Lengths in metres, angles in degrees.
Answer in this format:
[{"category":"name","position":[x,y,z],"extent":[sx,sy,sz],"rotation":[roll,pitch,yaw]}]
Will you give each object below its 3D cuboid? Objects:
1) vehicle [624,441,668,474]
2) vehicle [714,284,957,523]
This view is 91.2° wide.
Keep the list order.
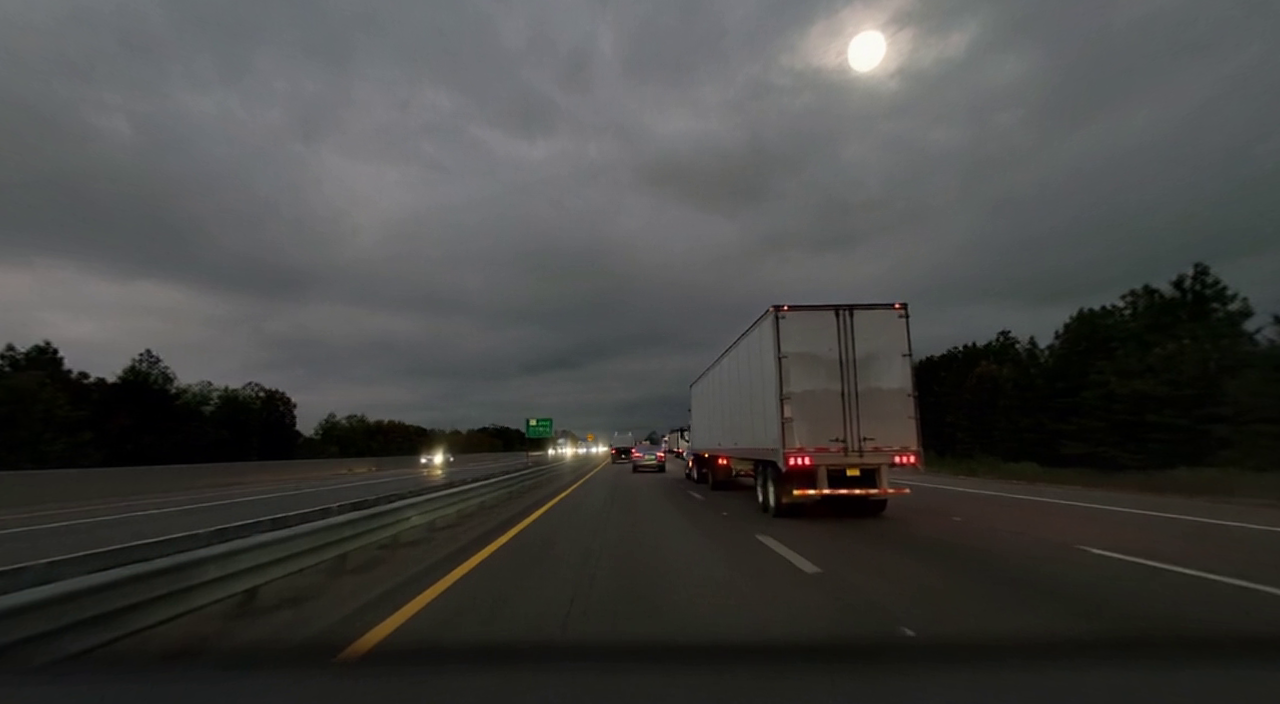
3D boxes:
[{"category":"vehicle","position":[0.370,5.573,33.214],"extent":[2.127,1.642,3.899],"rotation":[-1,-9,3]},{"category":"vehicle","position":[3.800,1.466,14.928],"extent":[2.816,4.086,8.486],"rotation":[0,-9,-1]}]
